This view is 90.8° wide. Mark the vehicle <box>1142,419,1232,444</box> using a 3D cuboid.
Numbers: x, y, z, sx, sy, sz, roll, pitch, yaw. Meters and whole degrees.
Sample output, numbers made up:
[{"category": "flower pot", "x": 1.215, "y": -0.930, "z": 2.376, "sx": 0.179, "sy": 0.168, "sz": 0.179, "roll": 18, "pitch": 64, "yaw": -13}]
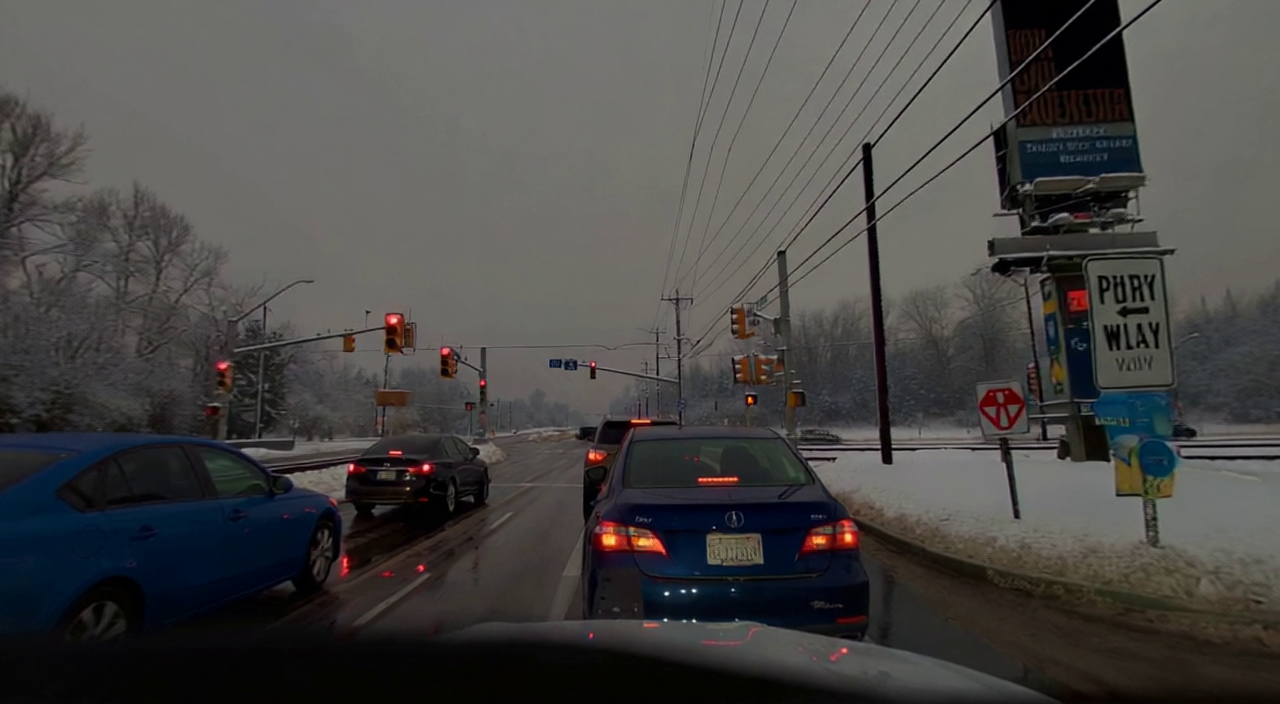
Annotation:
[{"category": "vehicle", "x": 40.120, "y": 5.872, "z": 46.428, "sx": 4.544, "sy": 1.762, "sz": 2.272, "roll": 1, "pitch": -9, "yaw": -3}]

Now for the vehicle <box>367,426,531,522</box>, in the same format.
[{"category": "vehicle", "x": -3.378, "y": 2.239, "z": 12.081, "sx": 1.984, "sy": 1.505, "sz": 4.047, "roll": 0, "pitch": -8, "yaw": -2}]

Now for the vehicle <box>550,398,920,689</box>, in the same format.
[{"category": "vehicle", "x": 0.402, "y": 1.310, "z": 5.438, "sx": 1.998, "sy": 1.529, "sz": 3.960, "roll": 1, "pitch": -8, "yaw": -4}]

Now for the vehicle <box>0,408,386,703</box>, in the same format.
[{"category": "vehicle", "x": -3.706, "y": 1.242, "z": 4.459, "sx": 1.956, "sy": 1.468, "sz": 4.585, "roll": 0, "pitch": -8, "yaw": -1}]
